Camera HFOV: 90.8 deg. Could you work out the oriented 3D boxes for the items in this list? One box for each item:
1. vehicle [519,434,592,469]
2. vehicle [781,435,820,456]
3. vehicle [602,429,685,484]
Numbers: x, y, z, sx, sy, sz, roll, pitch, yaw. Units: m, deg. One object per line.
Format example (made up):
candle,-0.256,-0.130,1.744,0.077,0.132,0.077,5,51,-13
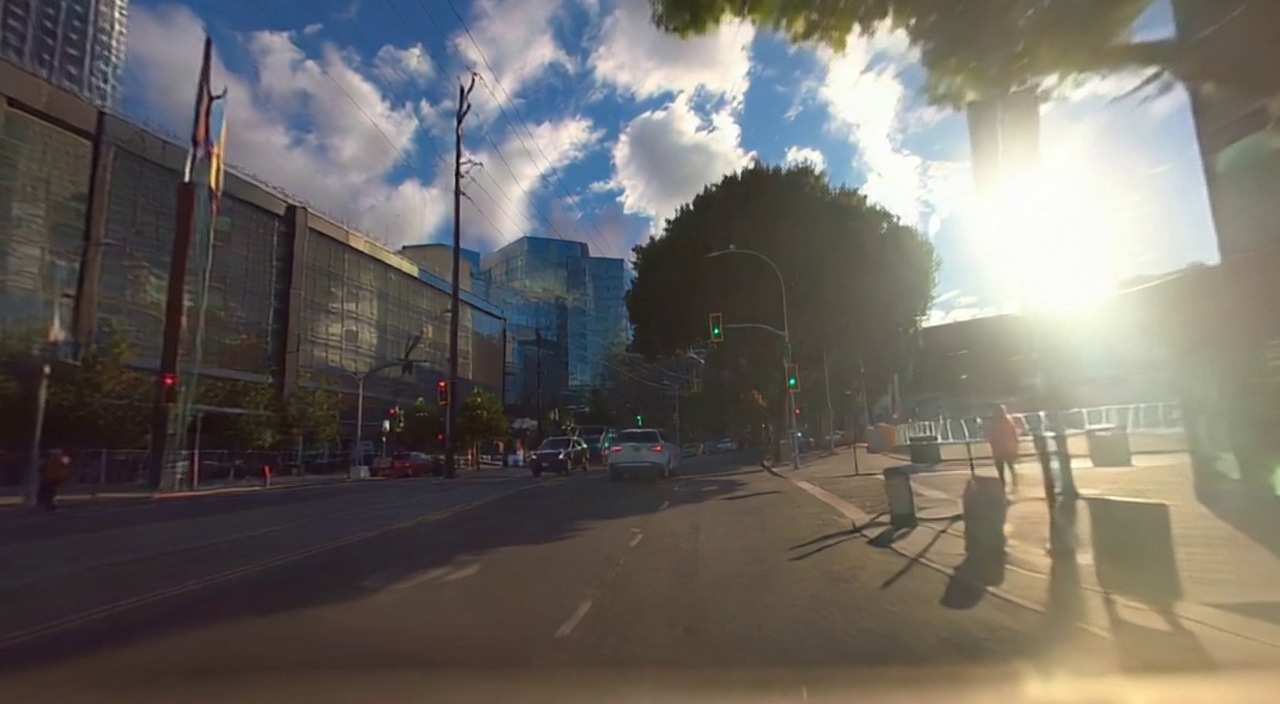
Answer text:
vehicle,-4.308,5.210,33.143,2.017,1.684,4.483,-3,-9,18
vehicle,11.890,6.897,46.671,2.006,1.470,4.099,-4,-9,25
vehicle,0.253,3.643,22.311,2.101,1.721,4.364,-2,-9,11
